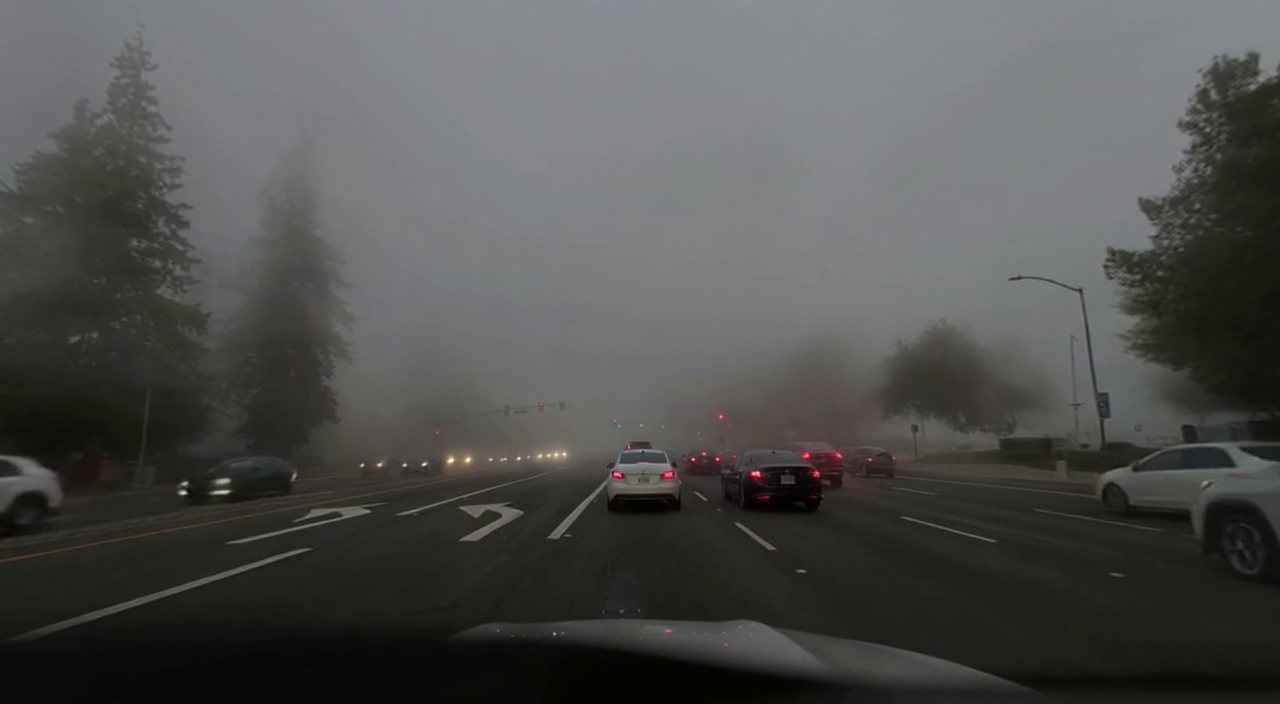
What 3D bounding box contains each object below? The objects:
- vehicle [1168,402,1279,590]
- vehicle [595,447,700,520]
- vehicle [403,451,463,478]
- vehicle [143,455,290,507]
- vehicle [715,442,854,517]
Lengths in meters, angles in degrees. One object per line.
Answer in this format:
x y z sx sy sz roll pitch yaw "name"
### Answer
6.932 1.176 4.796 1.987 1.730 4.373 0 -9 0 "vehicle"
0.078 2.797 13.983 1.990 1.347 4.067 0 -9 -2 "vehicle"
-12.159 6.633 37.501 2.002 1.500 4.536 0 -9 0 "vehicle"
-13.998 4.243 21.332 2.018 1.469 4.916 1 -9 -7 "vehicle"
3.110 2.858 14.839 1.970 1.445 4.974 0 -9 -2 "vehicle"
